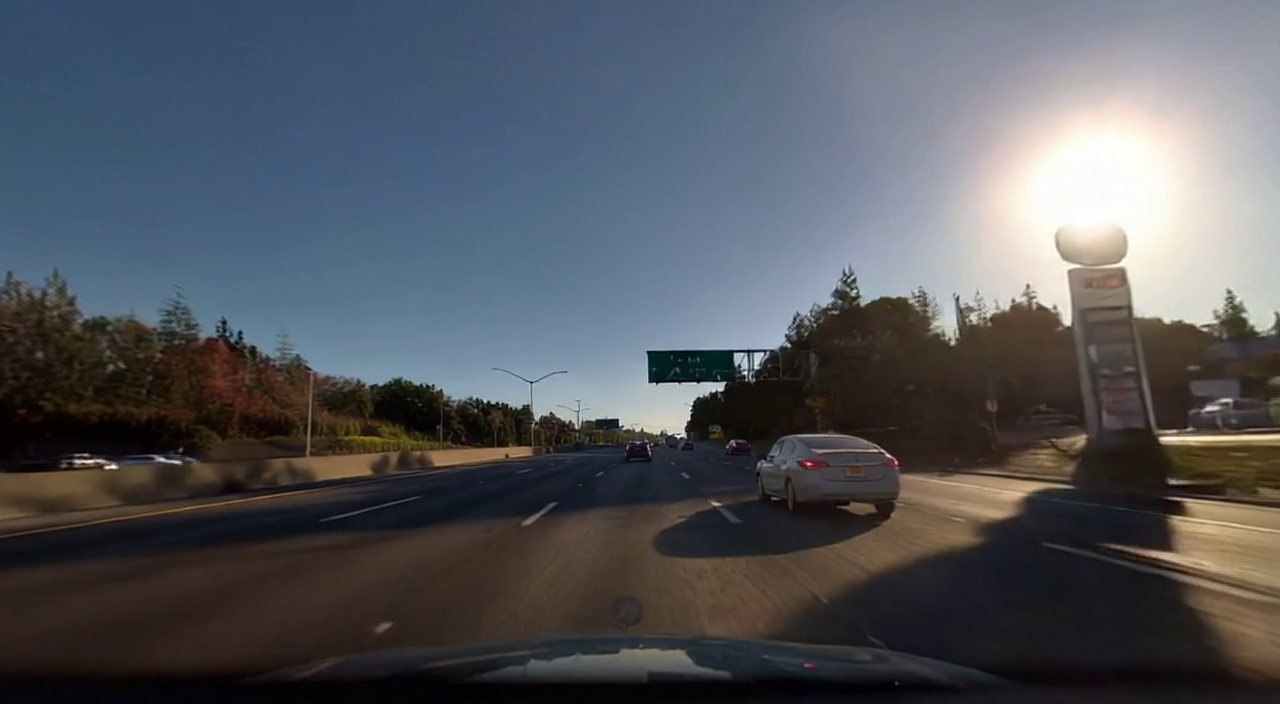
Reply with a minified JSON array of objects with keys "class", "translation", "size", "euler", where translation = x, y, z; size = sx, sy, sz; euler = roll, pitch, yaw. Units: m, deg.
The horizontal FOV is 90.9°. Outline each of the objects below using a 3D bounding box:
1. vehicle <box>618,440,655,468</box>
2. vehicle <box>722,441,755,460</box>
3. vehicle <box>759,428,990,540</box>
[{"class":"vehicle","translation":[-0.209,5.811,36.175],"size":[1.999,1.473,4.351],"euler":[0,-8,0]},{"class":"vehicle","translation":[7.735,7.754,49.821],"size":[1.867,1.463,4.295],"euler":[0,-8,-1]},{"class":"vehicle","translation":[3.628,2.136,10.942],"size":[2.172,1.490,4.668],"euler":[0,-8,0]}]
